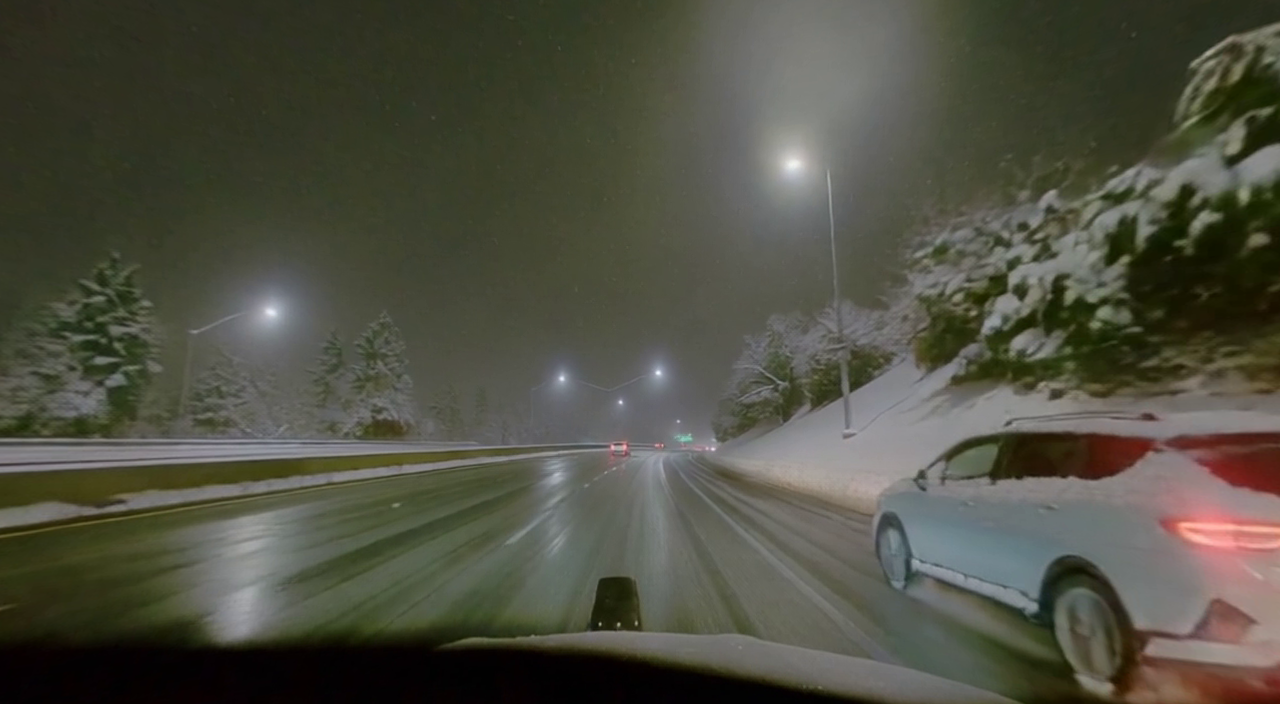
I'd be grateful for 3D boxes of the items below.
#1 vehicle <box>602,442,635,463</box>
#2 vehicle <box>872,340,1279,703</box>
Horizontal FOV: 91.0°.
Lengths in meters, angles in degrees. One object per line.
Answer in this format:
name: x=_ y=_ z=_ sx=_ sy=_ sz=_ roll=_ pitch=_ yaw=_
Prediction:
vehicle: x=-1.603 y=7.714 z=48.539 sx=2.088 sy=1.565 sz=4.410 roll=-1 pitch=-8 yaw=4
vehicle: x=3.487 y=1.099 z=4.327 sx=2.090 sy=1.715 sz=4.228 roll=0 pitch=-8 yaw=-1
